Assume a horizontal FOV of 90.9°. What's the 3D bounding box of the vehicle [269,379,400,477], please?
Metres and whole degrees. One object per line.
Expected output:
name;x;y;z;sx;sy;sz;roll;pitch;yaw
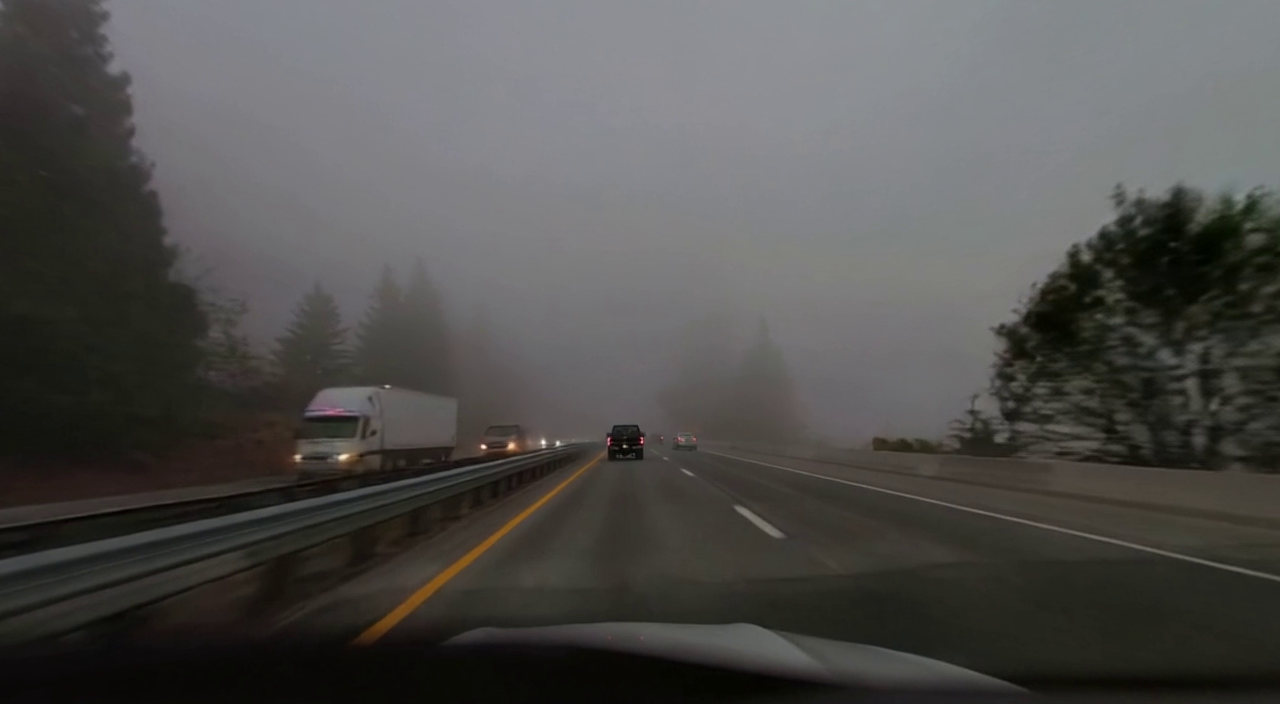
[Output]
vehicle;-14.067;3.614;29.730;3.035;4.125;6.158;0;-8;-1

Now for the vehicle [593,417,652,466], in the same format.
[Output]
vehicle;-0.815;4.100;29.076;2.503;2.044;4.633;0;-8;-2

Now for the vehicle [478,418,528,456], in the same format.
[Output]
vehicle;-10.067;6.346;46.874;2.496;2.608;6.293;0;-8;-1
